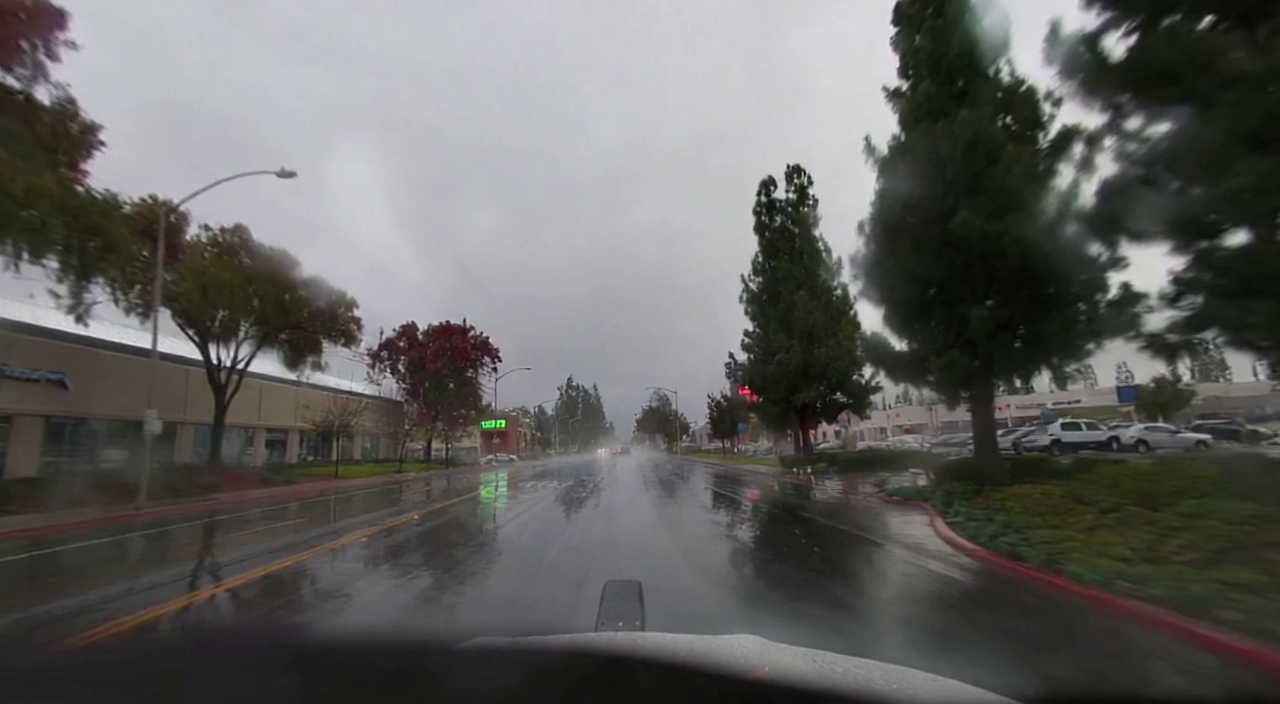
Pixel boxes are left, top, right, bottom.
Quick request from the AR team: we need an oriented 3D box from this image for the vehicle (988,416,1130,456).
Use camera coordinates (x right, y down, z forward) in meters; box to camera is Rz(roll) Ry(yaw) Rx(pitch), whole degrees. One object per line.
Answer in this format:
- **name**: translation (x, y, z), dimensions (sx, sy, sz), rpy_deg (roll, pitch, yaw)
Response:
- **vehicle**: translation (23.323, 4.724, 35.384), dimensions (6.239, 2.118, 2.380), rpy_deg (0, -8, -1)

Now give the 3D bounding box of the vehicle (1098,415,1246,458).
- **vehicle**: translation (23.874, 3.832, 28.494), dimensions (4.716, 1.834, 2.119), rpy_deg (0, -8, -1)
